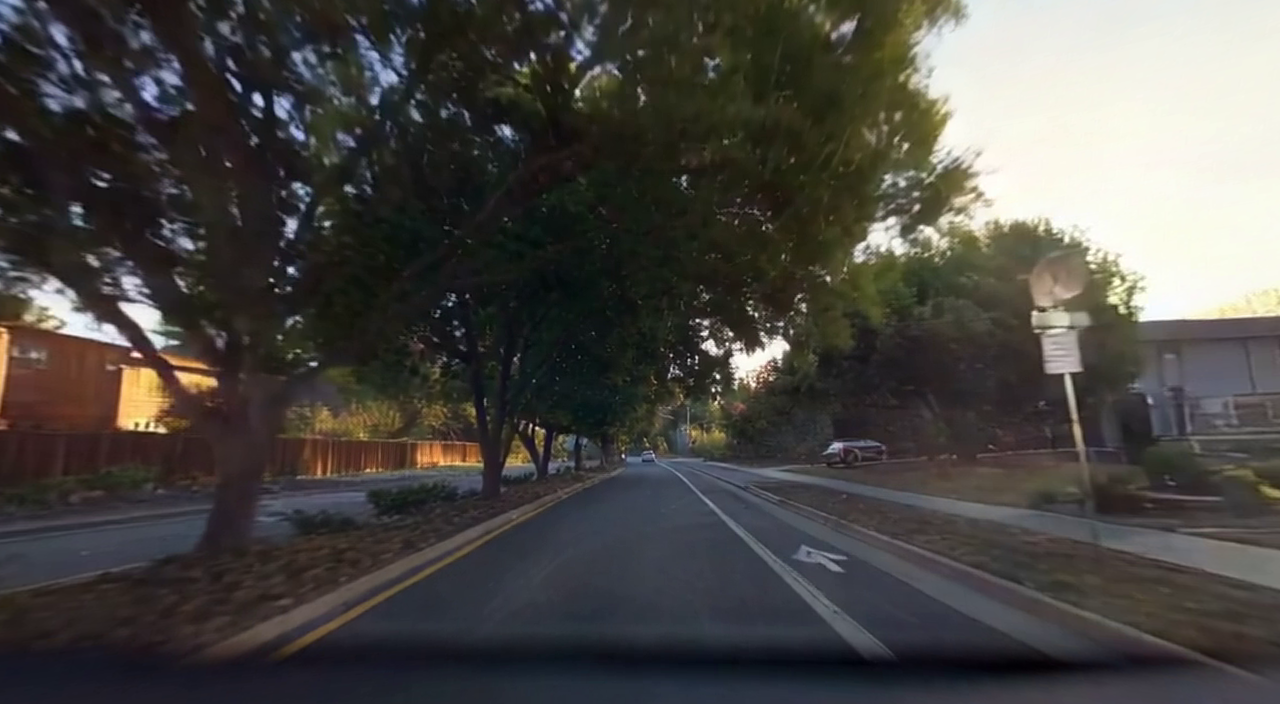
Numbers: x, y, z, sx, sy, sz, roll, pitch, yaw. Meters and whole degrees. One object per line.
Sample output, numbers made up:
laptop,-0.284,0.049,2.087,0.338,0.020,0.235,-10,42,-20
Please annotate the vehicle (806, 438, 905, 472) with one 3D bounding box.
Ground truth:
vehicle,12.213,5.863,35.851,4.807,1.865,2.160,0,-8,1
